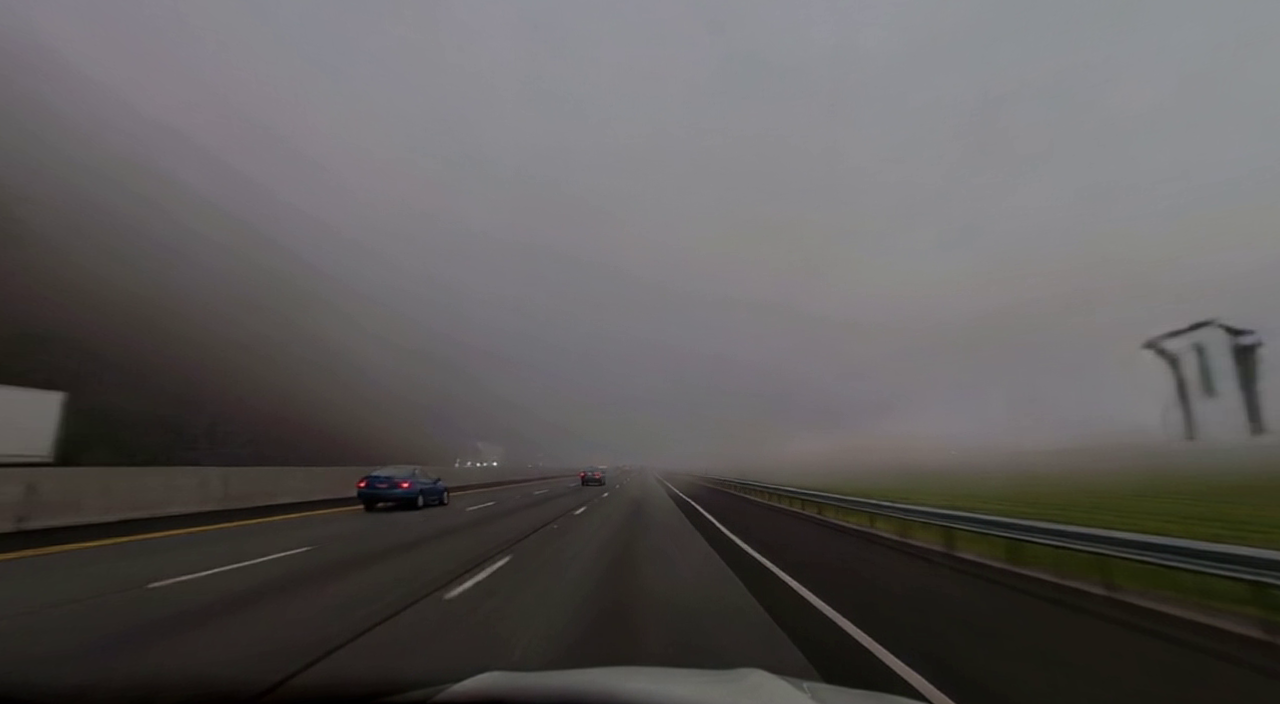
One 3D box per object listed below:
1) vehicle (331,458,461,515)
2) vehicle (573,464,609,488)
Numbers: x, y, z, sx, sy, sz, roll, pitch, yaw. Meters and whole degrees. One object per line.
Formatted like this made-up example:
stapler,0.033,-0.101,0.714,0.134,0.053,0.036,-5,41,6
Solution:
vehicle,-7.144,3.985,19.051,1.956,1.451,4.674,1,-10,1
vehicle,-3.332,8.614,43.925,2.039,1.505,4.843,1,-10,1
